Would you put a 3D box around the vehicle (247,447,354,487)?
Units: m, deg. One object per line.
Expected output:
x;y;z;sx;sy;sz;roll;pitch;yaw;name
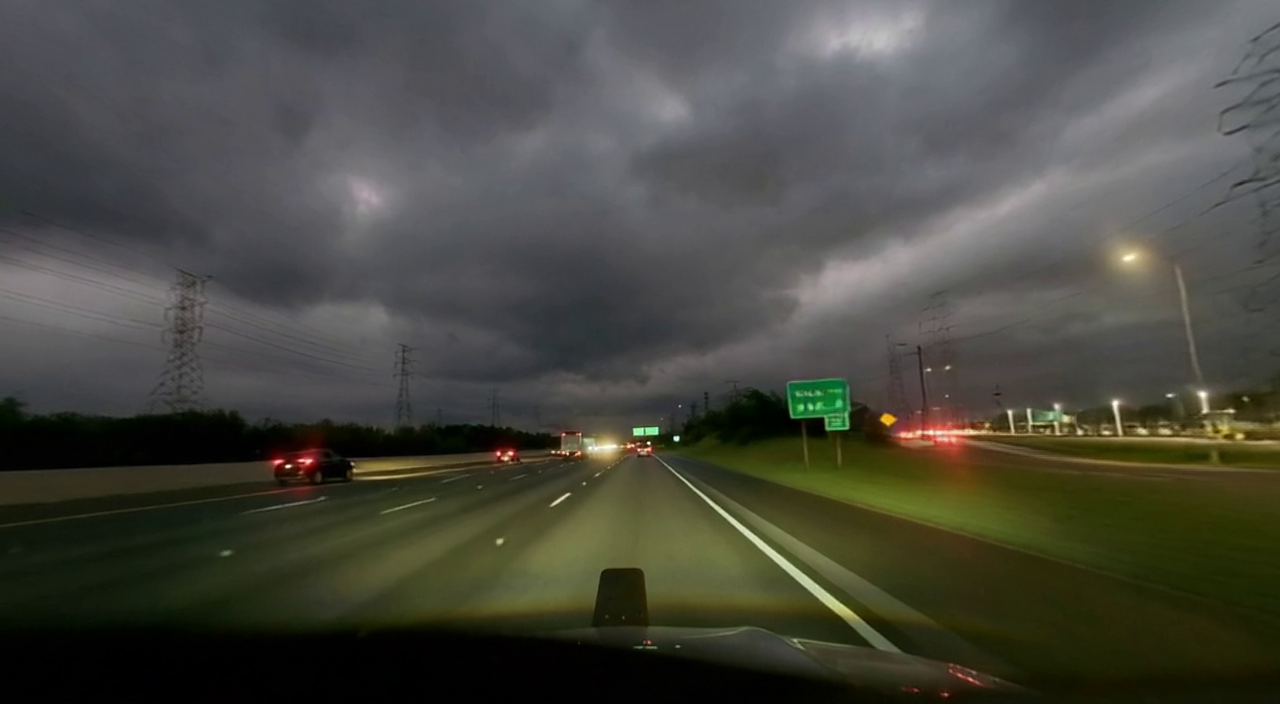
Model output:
-14.095;4.761;26.537;1.988;1.477;4.442;0;-8;1;vehicle
